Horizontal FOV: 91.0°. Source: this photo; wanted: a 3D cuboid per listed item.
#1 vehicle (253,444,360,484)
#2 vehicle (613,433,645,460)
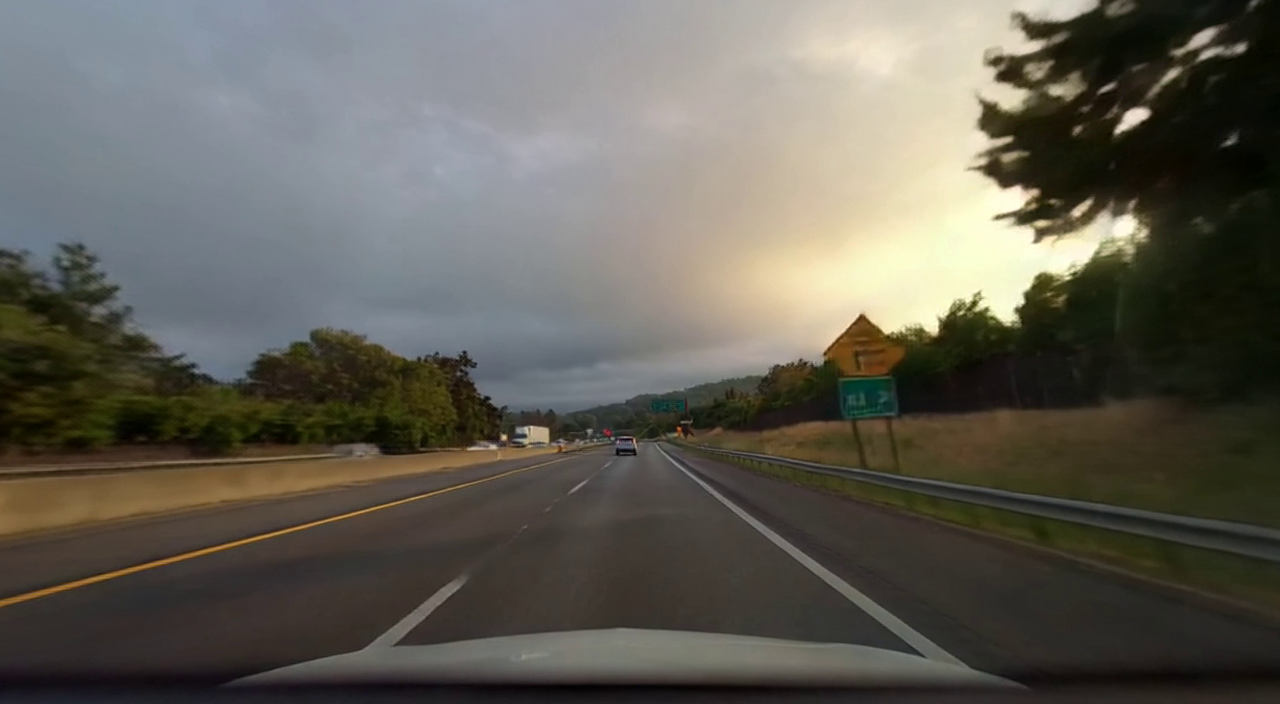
[{"bbox_3d":[-13.390,4.492,25.612,1.993,1.465,4.260,-1,-8,0],"label":"vehicle"},{"bbox_3d":[-0.805,6.910,46.218,2.188,1.825,4.282,0,-8,-1],"label":"vehicle"}]
